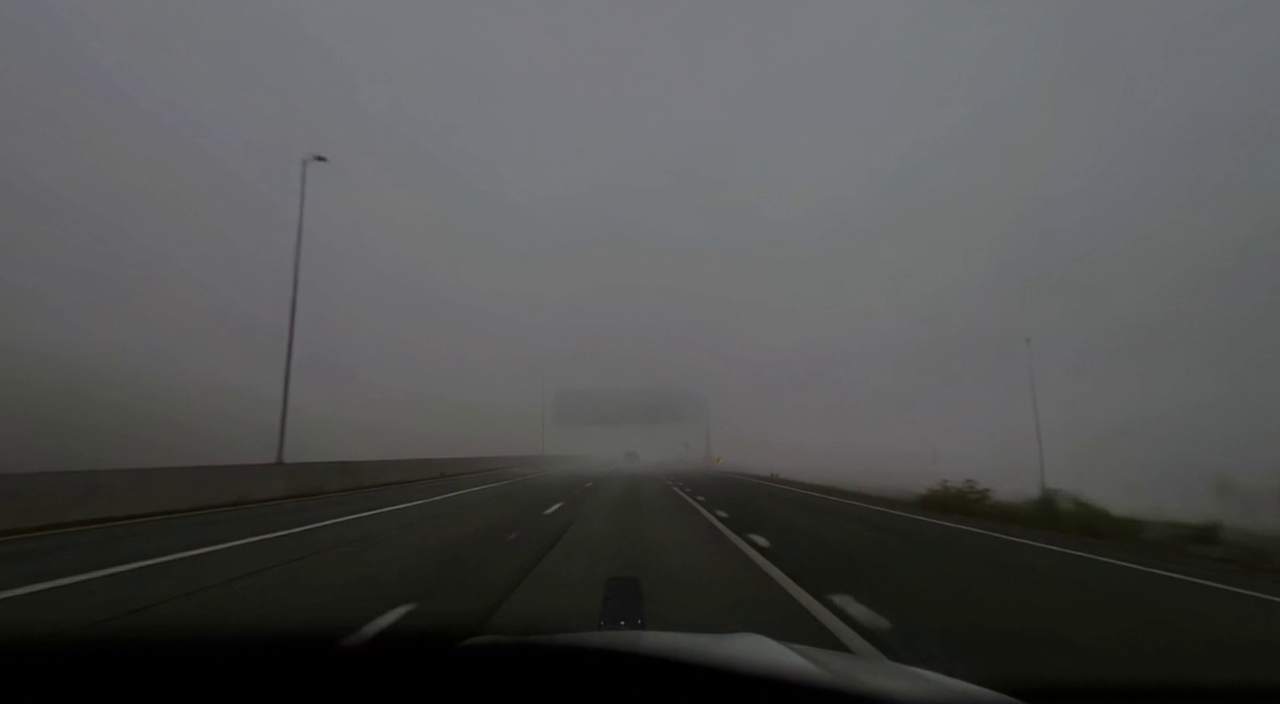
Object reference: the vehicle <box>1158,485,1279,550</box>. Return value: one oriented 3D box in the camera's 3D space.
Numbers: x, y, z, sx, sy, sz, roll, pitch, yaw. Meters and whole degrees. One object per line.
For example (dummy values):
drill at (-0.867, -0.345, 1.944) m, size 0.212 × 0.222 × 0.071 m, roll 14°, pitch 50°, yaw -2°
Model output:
vehicle at (48.638, 12.838, 48.644) m, size 2.934 × 4.267 × 13.828 m, roll 3°, pitch -9°, yaw -16°
